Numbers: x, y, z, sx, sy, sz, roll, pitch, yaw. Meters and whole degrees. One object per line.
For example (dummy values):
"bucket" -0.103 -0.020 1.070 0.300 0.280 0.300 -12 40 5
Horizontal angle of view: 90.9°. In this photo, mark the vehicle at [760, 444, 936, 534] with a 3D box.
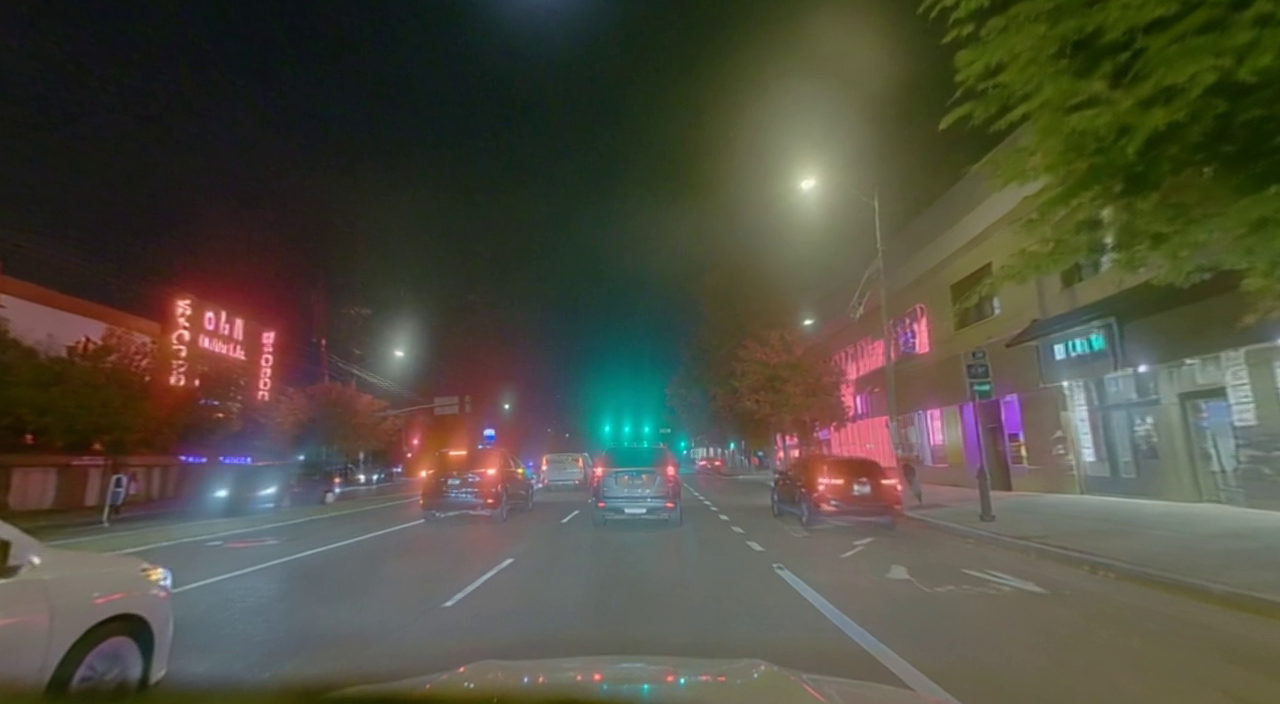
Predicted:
"vehicle" 3.885 2.623 12.769 1.986 1.457 4.566 0 -9 -1

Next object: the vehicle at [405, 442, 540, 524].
"vehicle" -3.699 2.945 14.762 1.886 1.599 4.247 0 -9 1

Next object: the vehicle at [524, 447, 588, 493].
"vehicle" -3.234 4.591 24.957 1.894 1.642 3.861 0 -9 1

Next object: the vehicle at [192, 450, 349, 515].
"vehicle" -11.312 3.986 19.799 2.103 1.755 4.551 0 -9 1

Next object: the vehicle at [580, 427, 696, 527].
"vehicle" -0.013 2.553 13.360 2.075 1.770 4.018 0 -9 1

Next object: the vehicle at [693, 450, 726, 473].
"vehicle" 4.966 7.704 44.640 1.878 1.526 4.736 -2 -9 12

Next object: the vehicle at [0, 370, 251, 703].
"vehicle" -3.342 0.751 1.425 1.975 1.624 4.481 0 -9 1
